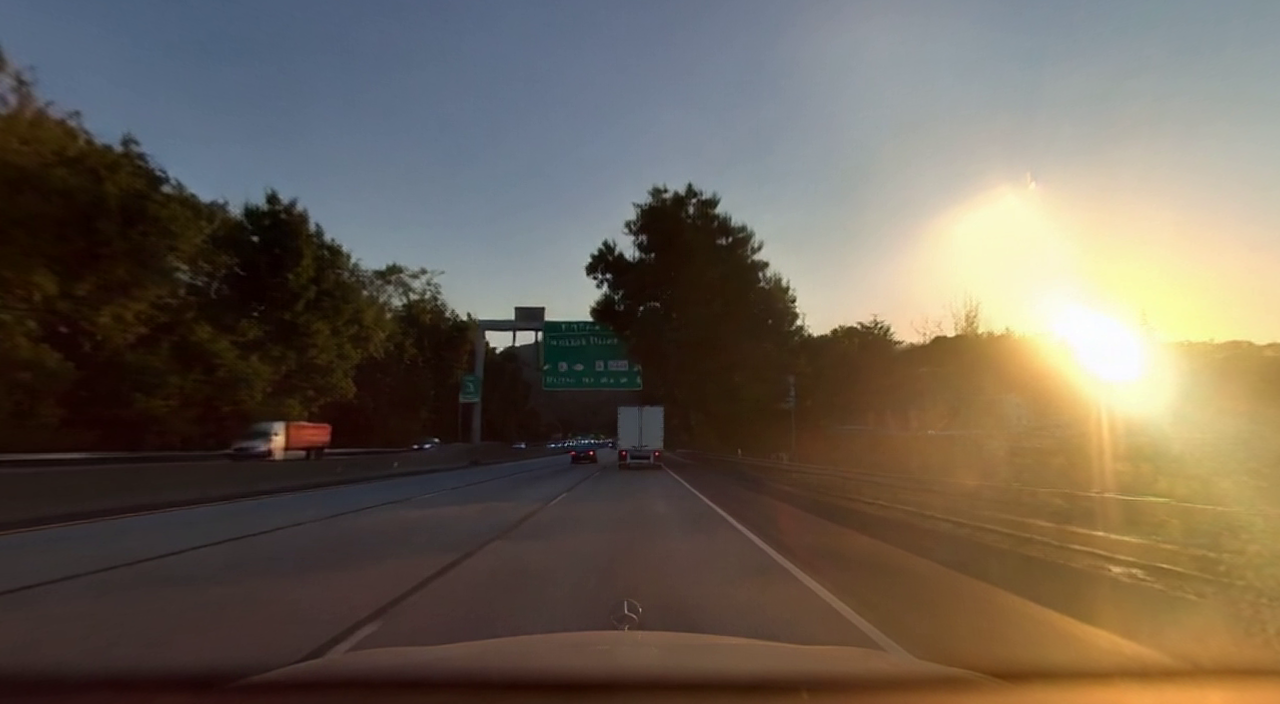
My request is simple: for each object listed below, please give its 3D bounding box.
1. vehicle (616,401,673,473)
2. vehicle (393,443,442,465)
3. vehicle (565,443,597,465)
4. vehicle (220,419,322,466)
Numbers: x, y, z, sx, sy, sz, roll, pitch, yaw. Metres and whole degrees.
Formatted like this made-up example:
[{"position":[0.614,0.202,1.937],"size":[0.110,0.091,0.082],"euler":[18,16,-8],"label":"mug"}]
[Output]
[{"position":[0.081,5.458,39.410],"size":[2.976,3.800,12.335],"euler":[0,-9,-1],"label":"vehicle"},{"position":[-16.056,7.394,45.747],"size":[1.897,1.464,4.483],"euler":[0,-9,1],"label":"vehicle"},{"position":[-4.368,7.653,47.178],"size":[1.964,1.556,4.071],"euler":[0,-9,0],"label":"vehicle"},{"position":[-23.082,5.783,39.961],"size":[2.236,2.690,6.941],"euler":[0,-9,0],"label":"vehicle"}]
